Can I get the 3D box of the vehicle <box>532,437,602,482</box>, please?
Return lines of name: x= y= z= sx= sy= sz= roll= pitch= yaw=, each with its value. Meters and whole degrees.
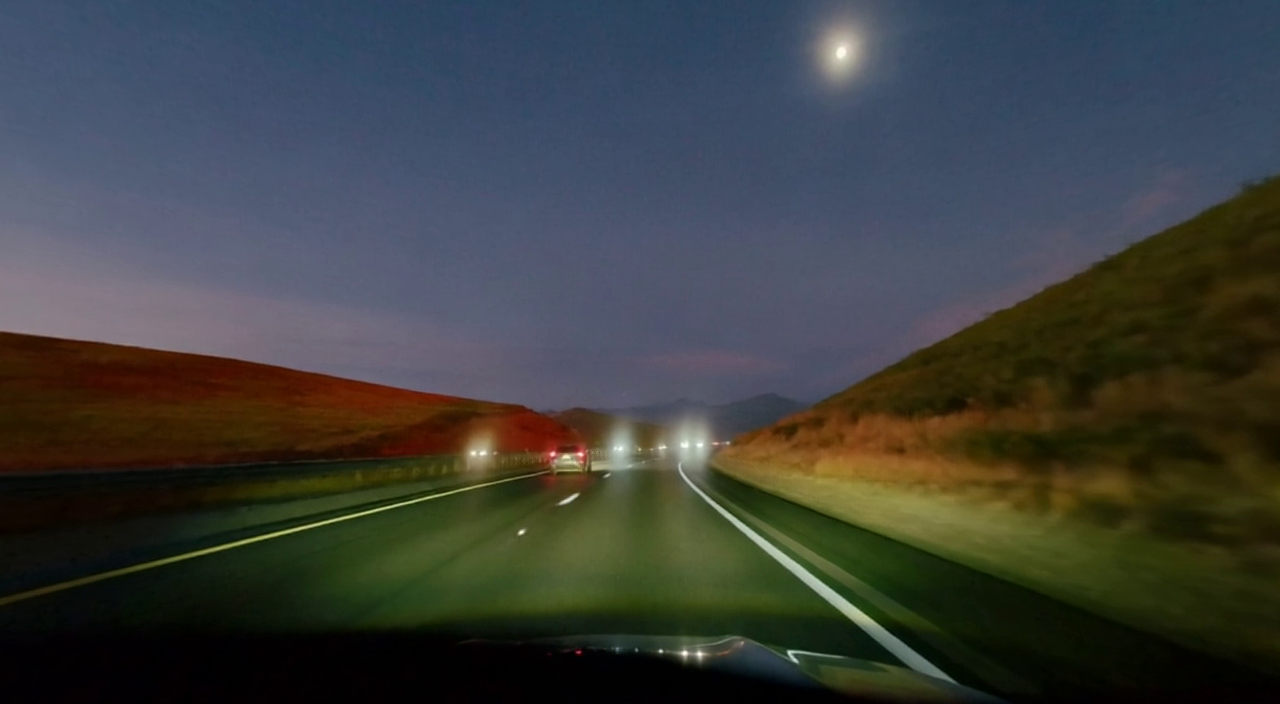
vehicle: x=-2.998 y=4.557 z=27.013 sx=2.252 sy=1.743 sz=4.560 roll=-1 pitch=-9 yaw=3
